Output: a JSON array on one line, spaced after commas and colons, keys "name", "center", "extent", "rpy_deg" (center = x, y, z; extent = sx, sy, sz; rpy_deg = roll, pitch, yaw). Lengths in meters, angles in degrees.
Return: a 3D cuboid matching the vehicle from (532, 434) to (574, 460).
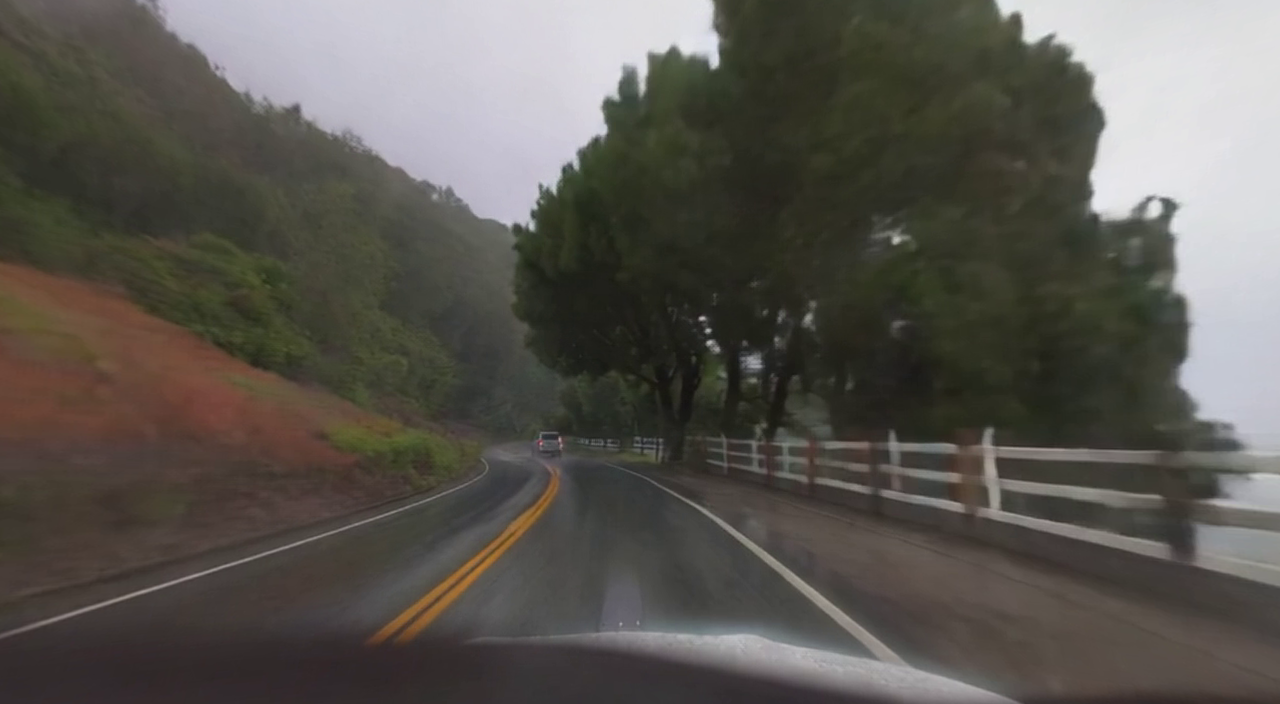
[{"name": "vehicle", "center": [-6.921, 7.440, 49.610], "extent": [2.439, 1.912, 5.605], "rpy_deg": [2, -9, -16]}]
